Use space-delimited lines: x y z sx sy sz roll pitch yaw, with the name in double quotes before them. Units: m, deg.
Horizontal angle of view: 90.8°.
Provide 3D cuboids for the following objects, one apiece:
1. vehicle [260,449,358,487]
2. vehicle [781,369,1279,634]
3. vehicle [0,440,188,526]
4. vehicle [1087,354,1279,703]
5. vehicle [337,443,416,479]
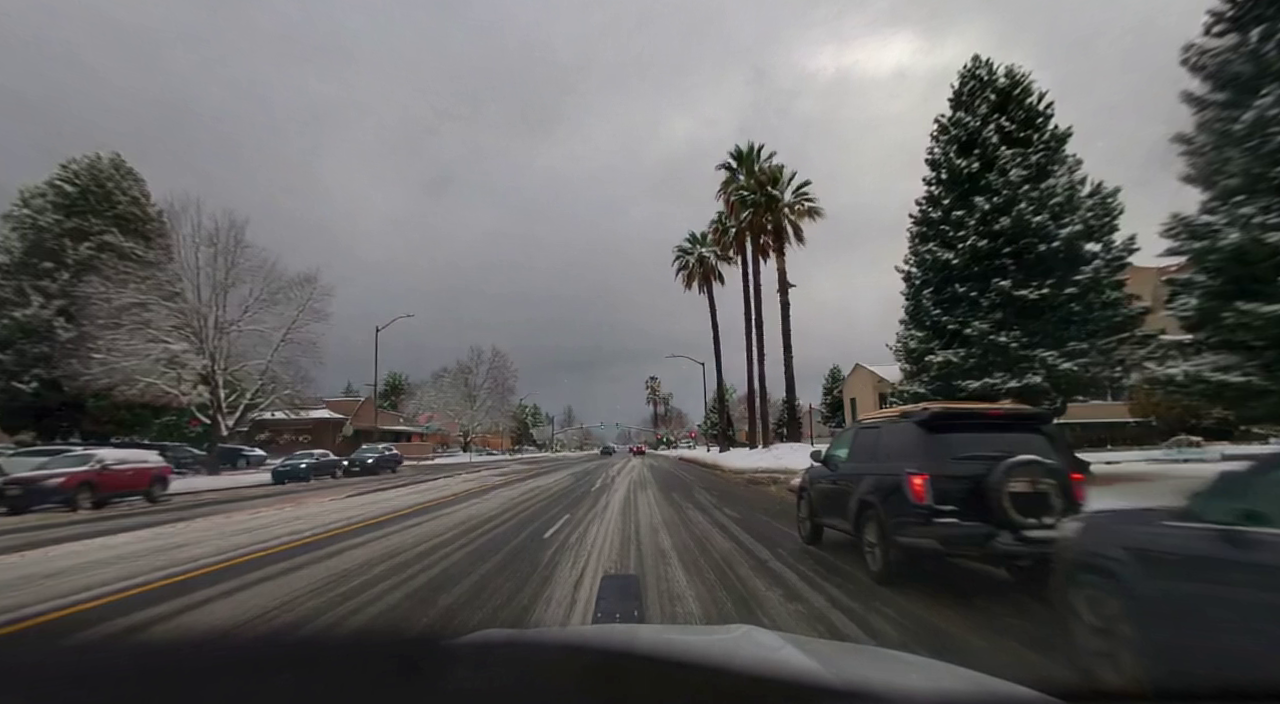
"vehicle" -14.199 4.978 27.430 1.883 1.496 4.445 0 -9 -1
"vehicle" 3.508 1.448 7.174 2.435 1.872 5.153 0 -9 -2
"vehicle" -13.851 3.077 15.472 2.118 1.750 4.655 0 -9 -1
"vehicle" 3.714 0.655 1.161 2.019 1.726 5.012 0 -9 -1
"vehicle" -14.277 5.917 34.626 2.143 1.808 5.265 0 -9 -1
